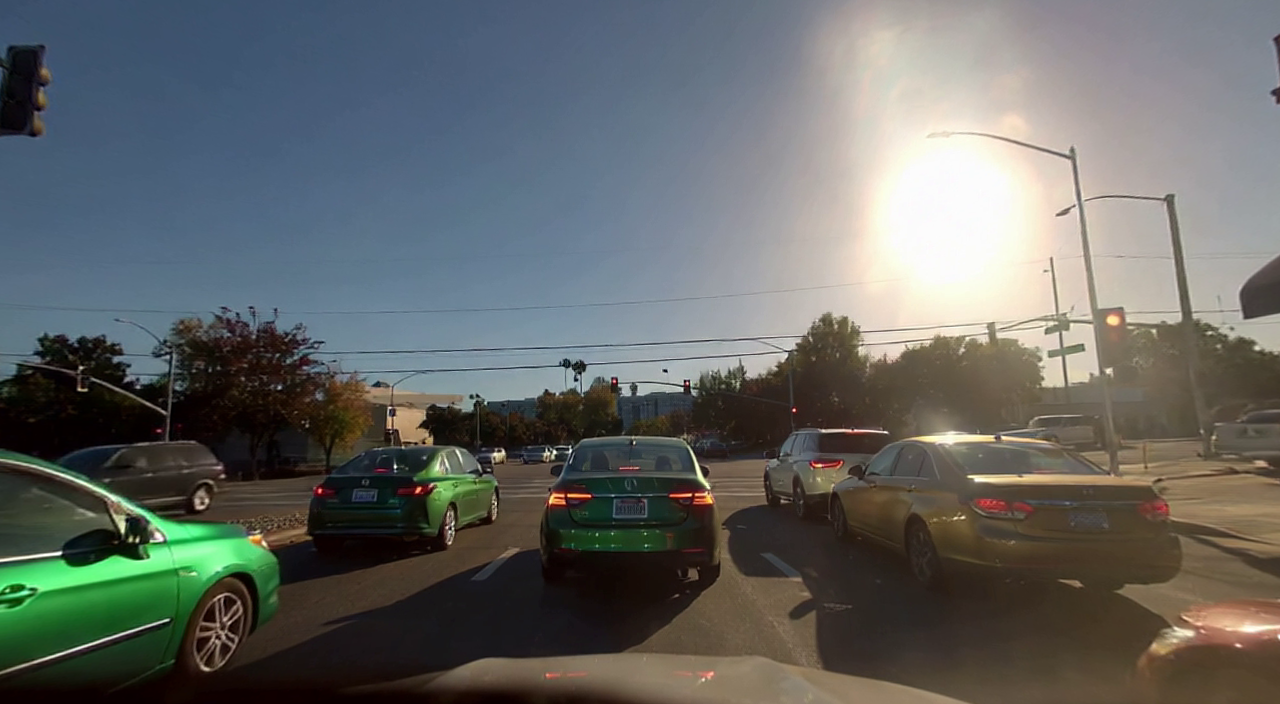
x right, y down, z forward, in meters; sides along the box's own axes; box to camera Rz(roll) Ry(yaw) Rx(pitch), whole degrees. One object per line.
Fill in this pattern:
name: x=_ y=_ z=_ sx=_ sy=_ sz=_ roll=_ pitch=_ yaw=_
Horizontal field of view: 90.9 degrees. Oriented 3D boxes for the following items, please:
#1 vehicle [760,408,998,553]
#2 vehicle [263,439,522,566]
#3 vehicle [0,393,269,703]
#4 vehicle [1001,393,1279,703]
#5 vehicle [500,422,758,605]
vehicle: x=3.316 y=1.871 z=9.826 sx=1.992 sy=1.744 sz=4.183 roll=0 pitch=-8 yaw=-1
vehicle: x=-3.296 y=2.074 z=9.546 sx=1.995 sy=1.436 sz=4.373 roll=-1 pitch=-8 yaw=2
vehicle: x=-3.476 y=0.858 z=1.846 sx=2.016 sy=1.547 sz=4.414 roll=0 pitch=-8 yaw=1
vehicle: x=3.941 y=0.975 z=3.104 sx=1.800 sy=1.519 sz=4.198 roll=0 pitch=-8 yaw=0
vehicle: x=-0.125 y=1.650 z=7.368 sx=2.140 sy=1.499 sz=4.119 roll=0 pitch=-8 yaw=-1
